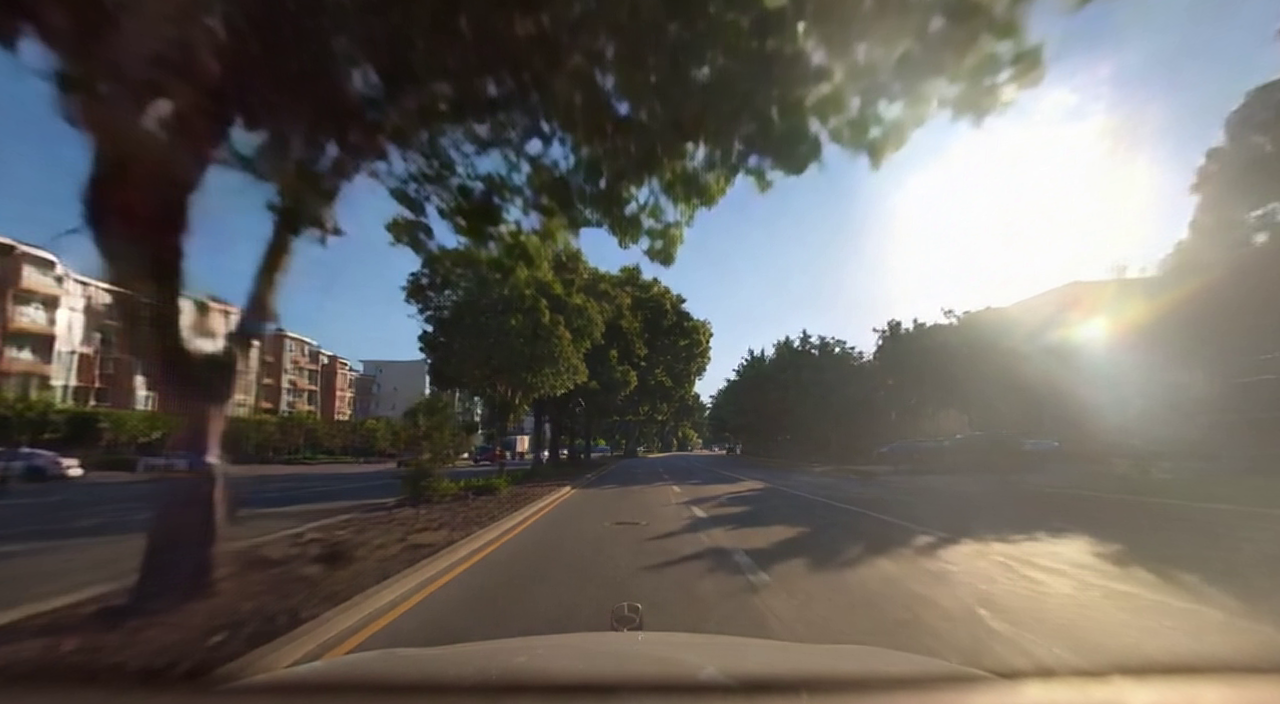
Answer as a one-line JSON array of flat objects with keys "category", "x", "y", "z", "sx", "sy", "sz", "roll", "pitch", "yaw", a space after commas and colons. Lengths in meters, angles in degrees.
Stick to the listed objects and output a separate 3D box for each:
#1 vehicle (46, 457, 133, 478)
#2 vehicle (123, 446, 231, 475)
[{"category": "vehicle", "x": -39.299, "y": 8.255, "z": 45.198, "sx": 4.461, "sy": 1.410, "sz": 1.789, "roll": 0, "pitch": -8, "yaw": -1}, {"category": "vehicle", "x": -33.024, "y": 7.731, "z": 45.199, "sx": 5.722, "sy": 2.038, "sz": 2.444, "roll": 0, "pitch": -9, "yaw": 0}]
